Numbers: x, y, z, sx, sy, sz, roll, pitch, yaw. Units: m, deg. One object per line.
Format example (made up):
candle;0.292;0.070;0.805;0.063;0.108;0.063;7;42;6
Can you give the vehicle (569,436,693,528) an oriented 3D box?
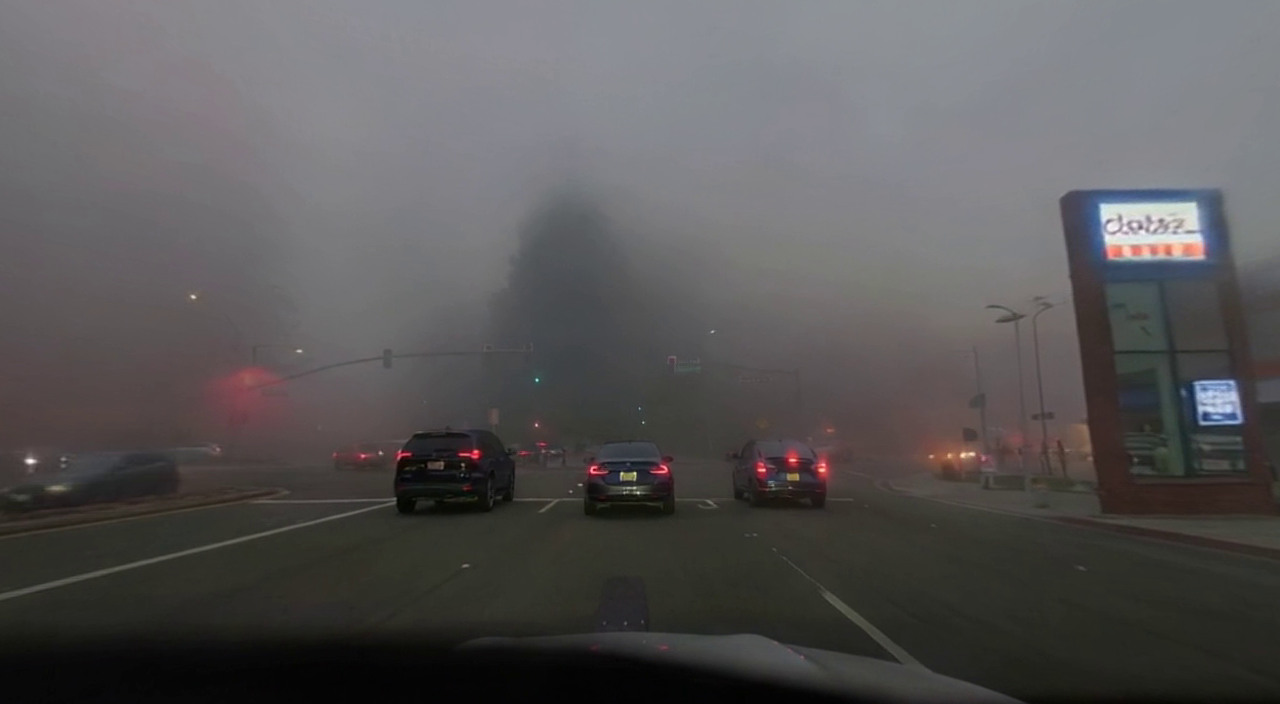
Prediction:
vehicle;-0.152;2.537;12.887;2.121;1.563;4.031;0;-8;0

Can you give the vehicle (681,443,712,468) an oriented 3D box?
vehicle;4.014;7.341;45.014;1.848;1.665;3.747;0;-8;0

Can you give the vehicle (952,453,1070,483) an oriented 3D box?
vehicle;19.105;5.989;32.672;4.795;1.457;1.986;0;-8;4

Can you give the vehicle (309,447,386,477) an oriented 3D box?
vehicle;-15.451;5.816;33.629;1.896;1.468;4.573;0;-8;0

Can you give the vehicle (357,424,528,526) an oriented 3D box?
vehicle;-3.644;2.340;12.531;1.983;1.685;3.997;0;-8;2

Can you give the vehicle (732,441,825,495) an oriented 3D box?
vehicle;4.205;3.579;19.847;1.979;1.485;4.207;0;-8;0

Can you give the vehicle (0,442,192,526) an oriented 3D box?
vehicle;-12.167;2.661;13.361;1.900;1.466;4.627;0;-8;1
